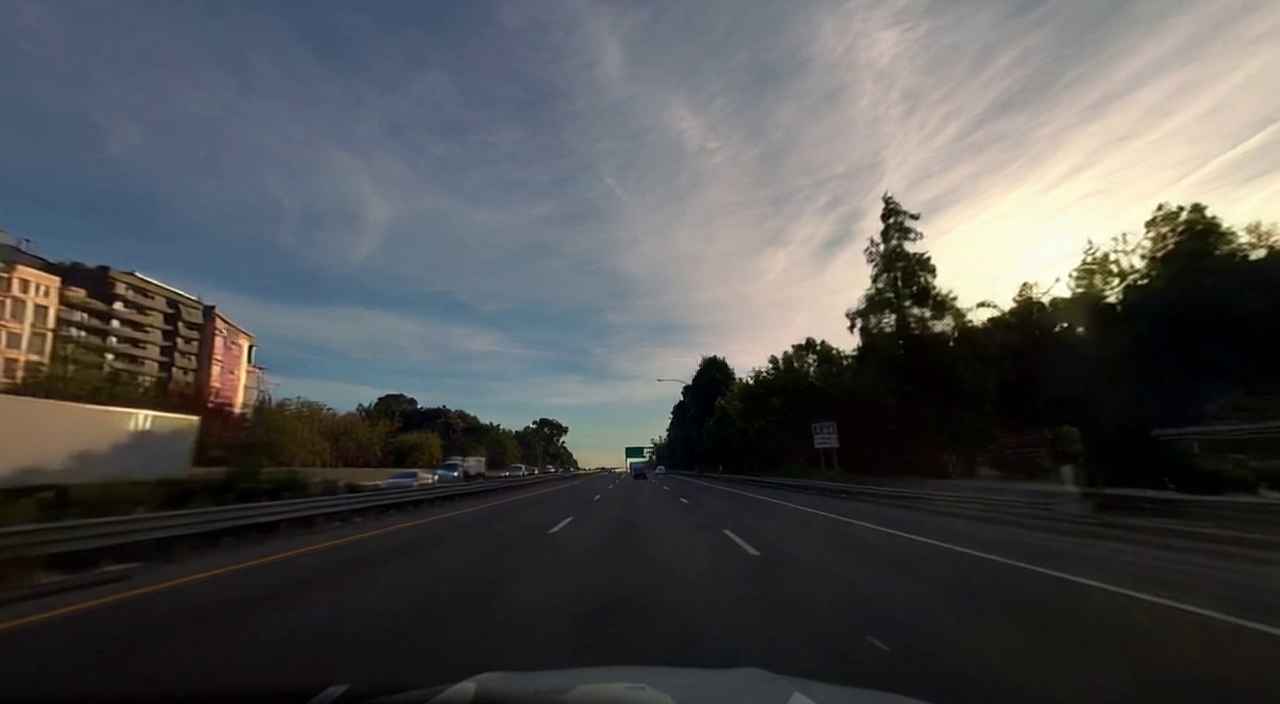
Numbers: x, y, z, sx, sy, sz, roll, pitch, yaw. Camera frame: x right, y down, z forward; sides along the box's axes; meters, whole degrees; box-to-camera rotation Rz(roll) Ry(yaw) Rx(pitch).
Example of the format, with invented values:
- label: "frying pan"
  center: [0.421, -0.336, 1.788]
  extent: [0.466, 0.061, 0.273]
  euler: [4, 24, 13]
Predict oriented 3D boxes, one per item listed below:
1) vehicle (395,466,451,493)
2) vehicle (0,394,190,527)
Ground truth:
- label: "vehicle"
  center: [-12.662, 7.462, 37.006]
  extent: [1.779, 1.441, 4.279]
  euler: [1, -11, 0]
- label: "vehicle"
  center: [-19.759, 3.472, 20.064]
  extent: [2.948, 3.734, 10.618]
  euler: [1, -11, 0]
